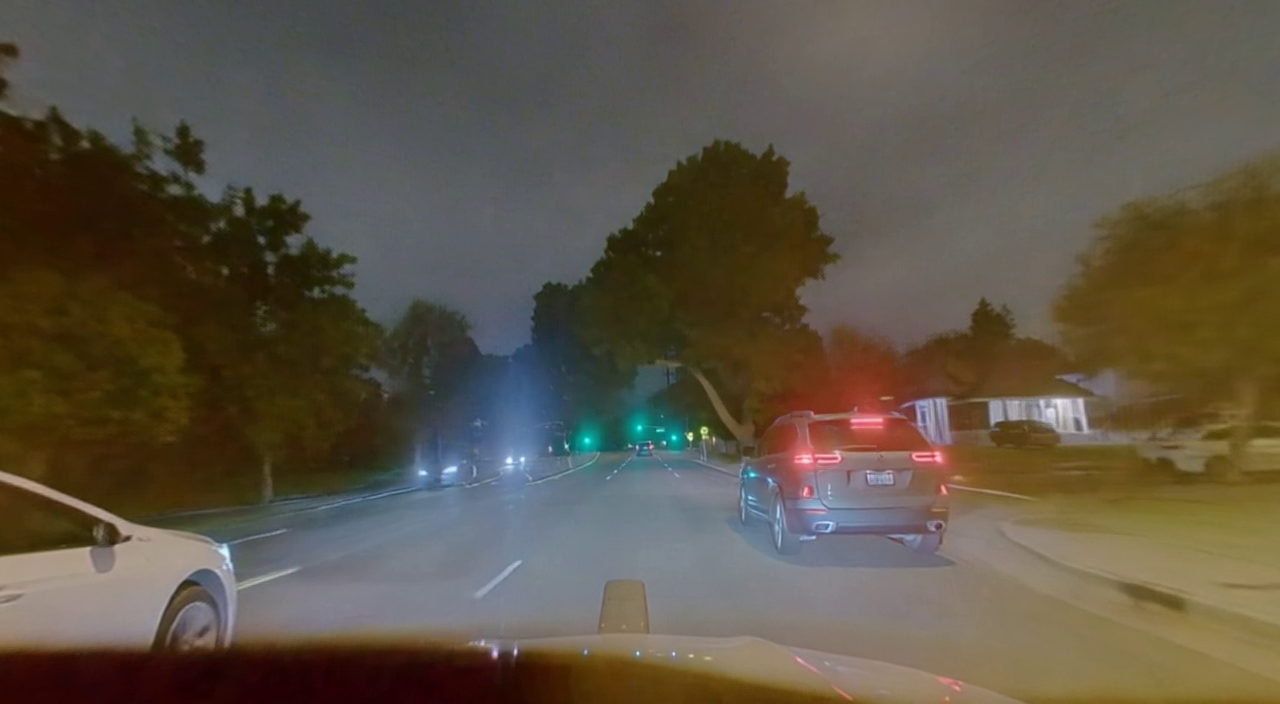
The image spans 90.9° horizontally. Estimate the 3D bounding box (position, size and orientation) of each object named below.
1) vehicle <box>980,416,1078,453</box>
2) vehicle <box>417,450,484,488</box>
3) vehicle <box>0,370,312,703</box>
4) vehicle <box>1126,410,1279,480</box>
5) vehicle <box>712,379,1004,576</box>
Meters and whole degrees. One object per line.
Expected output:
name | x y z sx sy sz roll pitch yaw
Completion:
vehicle | 19.810 4.294 32.367 1.984 1.740 4.601 0 -8 -1
vehicle | -9.457 5.873 31.876 2.058 1.718 4.232 0 -8 0
vehicle | -3.290 0.871 1.988 2.058 1.659 4.514 0 -8 0
vehicle | 15.808 2.425 16.517 4.392 1.701 1.991 -1 -8 1
vehicle | 2.624 1.732 9.517 2.338 2.063 5.592 0 -8 -1
